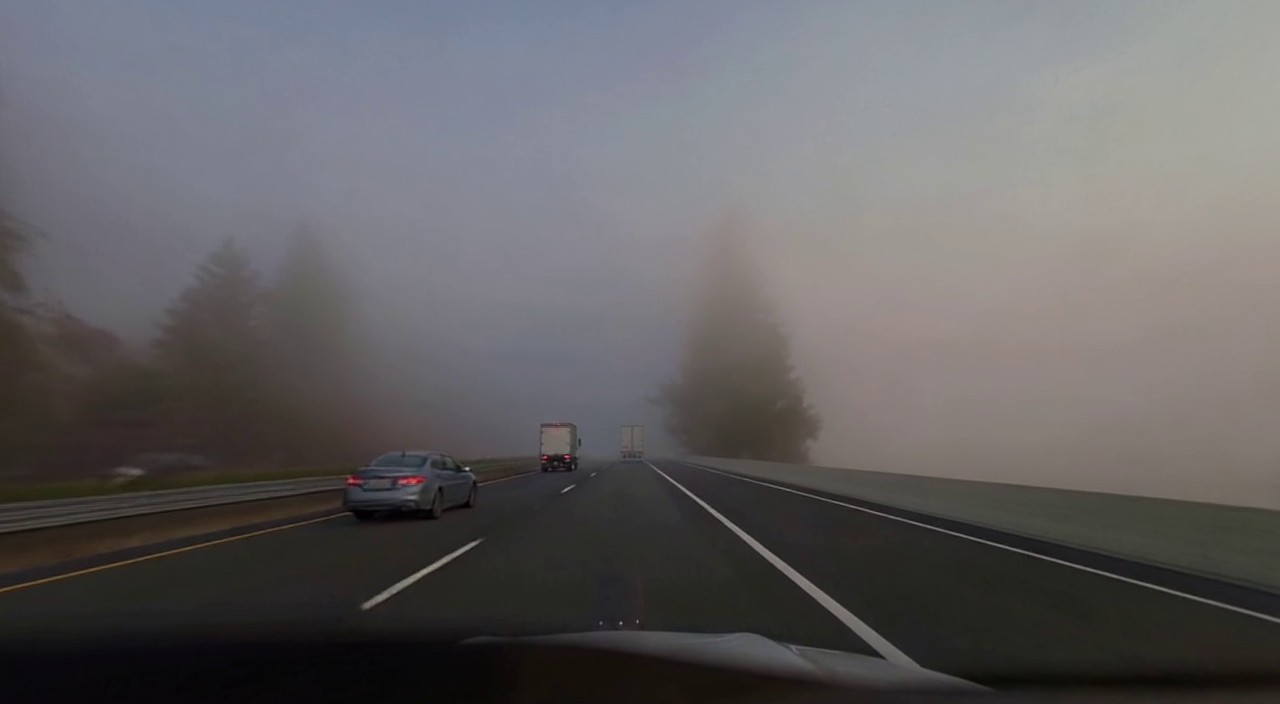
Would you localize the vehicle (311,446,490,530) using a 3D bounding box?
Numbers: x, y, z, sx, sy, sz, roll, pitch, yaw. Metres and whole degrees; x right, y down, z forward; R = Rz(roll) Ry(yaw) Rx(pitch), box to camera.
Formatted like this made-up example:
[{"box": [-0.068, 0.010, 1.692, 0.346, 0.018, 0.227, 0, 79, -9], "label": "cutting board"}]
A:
[{"box": [-4.774, 2.771, 13.470, 1.979, 1.459, 4.643, 0, -9, 1], "label": "vehicle"}]

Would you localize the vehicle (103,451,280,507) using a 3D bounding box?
[{"box": [-13.328, 3.767, 19.213, 1.971, 1.498, 4.598, 0, -9, 1], "label": "vehicle"}]

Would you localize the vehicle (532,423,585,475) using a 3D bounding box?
[{"box": [-4.709, 5.773, 37.468, 2.368, 2.813, 6.329, 0, -9, 0], "label": "vehicle"}]
